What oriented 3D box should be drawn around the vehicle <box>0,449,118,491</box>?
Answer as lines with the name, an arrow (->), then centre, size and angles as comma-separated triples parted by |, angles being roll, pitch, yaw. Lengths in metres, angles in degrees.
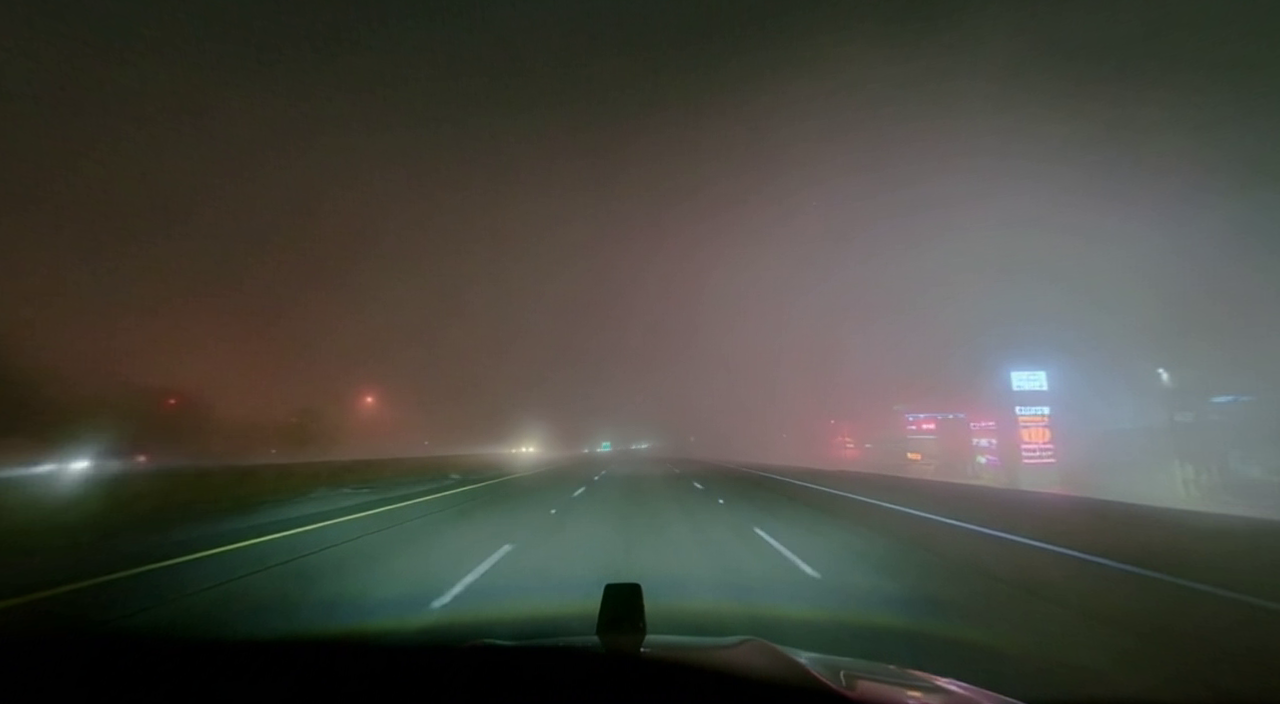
vehicle -> -28.111, 5.529, 30.068 | 2.131, 1.778, 5.050 | 0, -8, 0
